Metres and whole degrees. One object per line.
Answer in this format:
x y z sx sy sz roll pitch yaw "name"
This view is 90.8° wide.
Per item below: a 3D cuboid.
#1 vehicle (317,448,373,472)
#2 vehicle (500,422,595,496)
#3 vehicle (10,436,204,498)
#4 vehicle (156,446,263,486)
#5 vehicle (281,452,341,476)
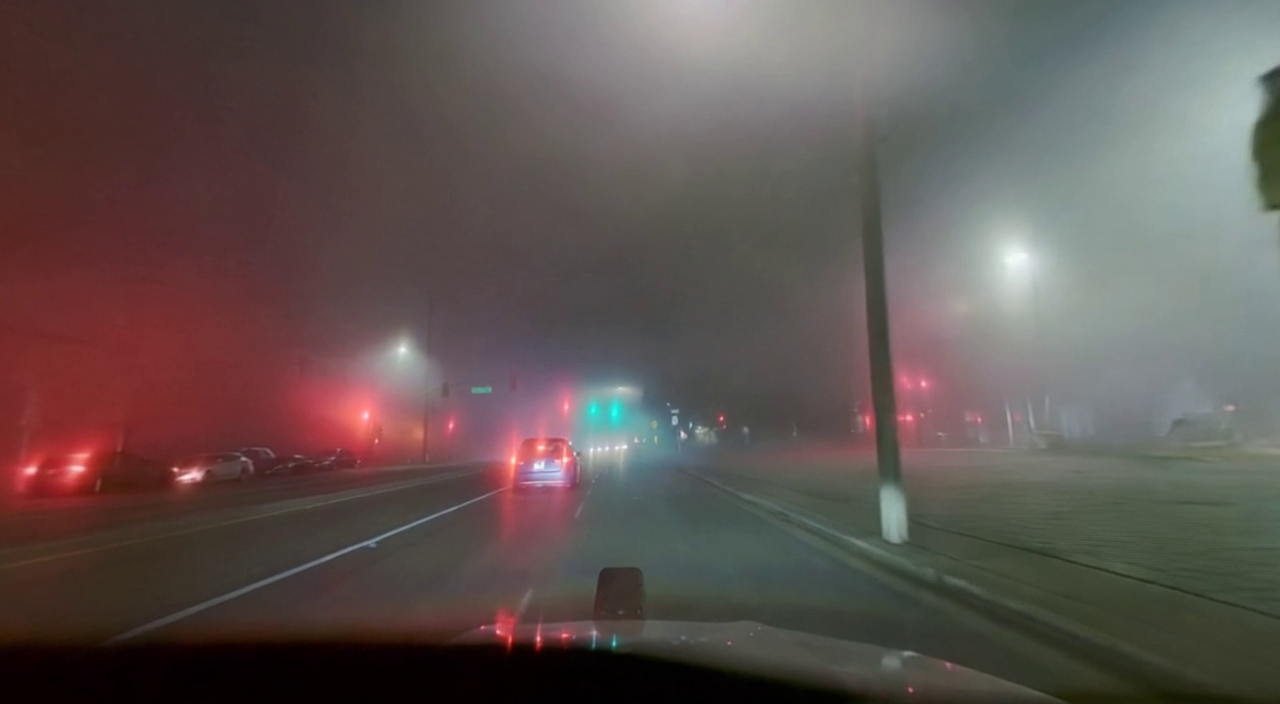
-21.689 7.905 46.595 1.989 1.689 4.388 0 -9 0 "vehicle"
-2.347 2.854 17.135 2.022 1.757 4.041 0 -9 -1 "vehicle"
-20.980 4.528 25.458 2.369 2.159 6.388 0 -9 -2 "vehicle"
-21.063 5.549 31.202 2.015 1.815 4.856 0 -9 -3 "vehicle"
-21.639 7.384 41.799 1.790 1.415 4.450 0 -9 -3 "vehicle"
